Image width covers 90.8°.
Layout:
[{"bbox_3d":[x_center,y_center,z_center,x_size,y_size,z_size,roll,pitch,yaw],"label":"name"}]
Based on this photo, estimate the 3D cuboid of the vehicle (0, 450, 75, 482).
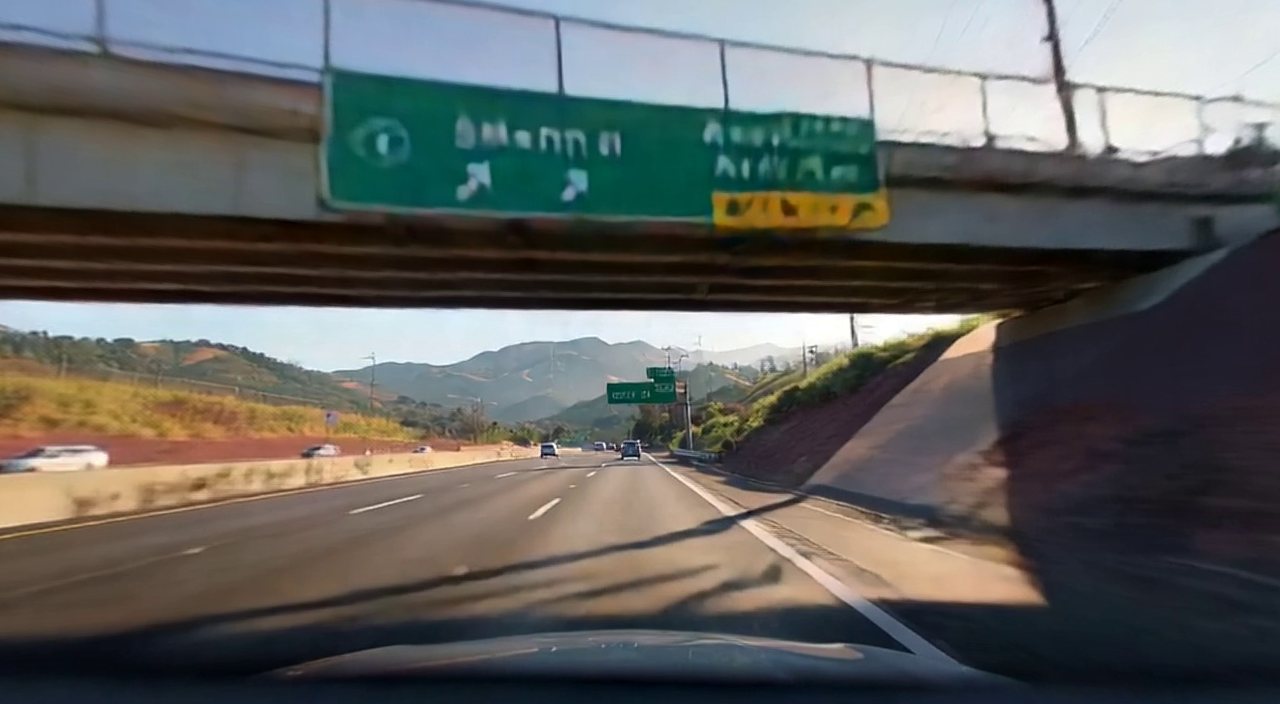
[{"bbox_3d":[-32.467,5.901,32.872,1.939,1.460,4.471,1,-8,0],"label":"vehicle"}]
